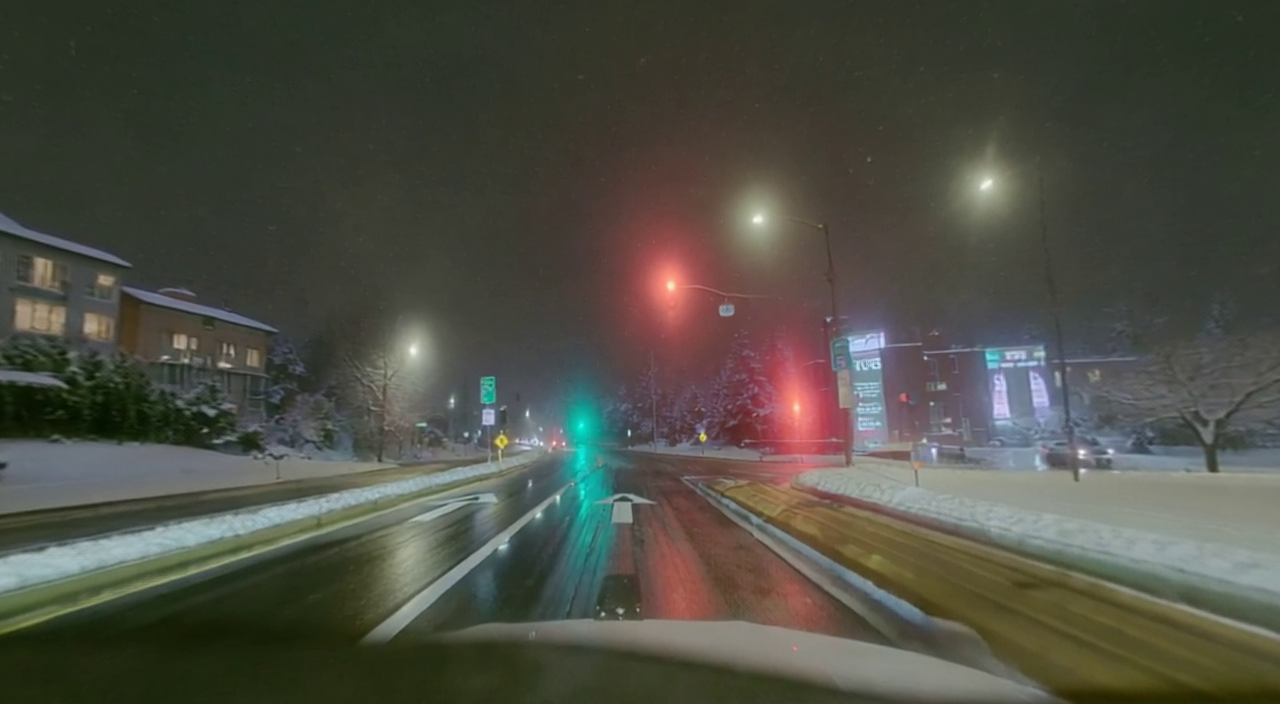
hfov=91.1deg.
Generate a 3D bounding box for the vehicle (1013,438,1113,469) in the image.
[{"bbox_3d":[22.057,5.286,32.870,1.717,1.486,3.824,4,-10,-32],"label":"vehicle"}]
